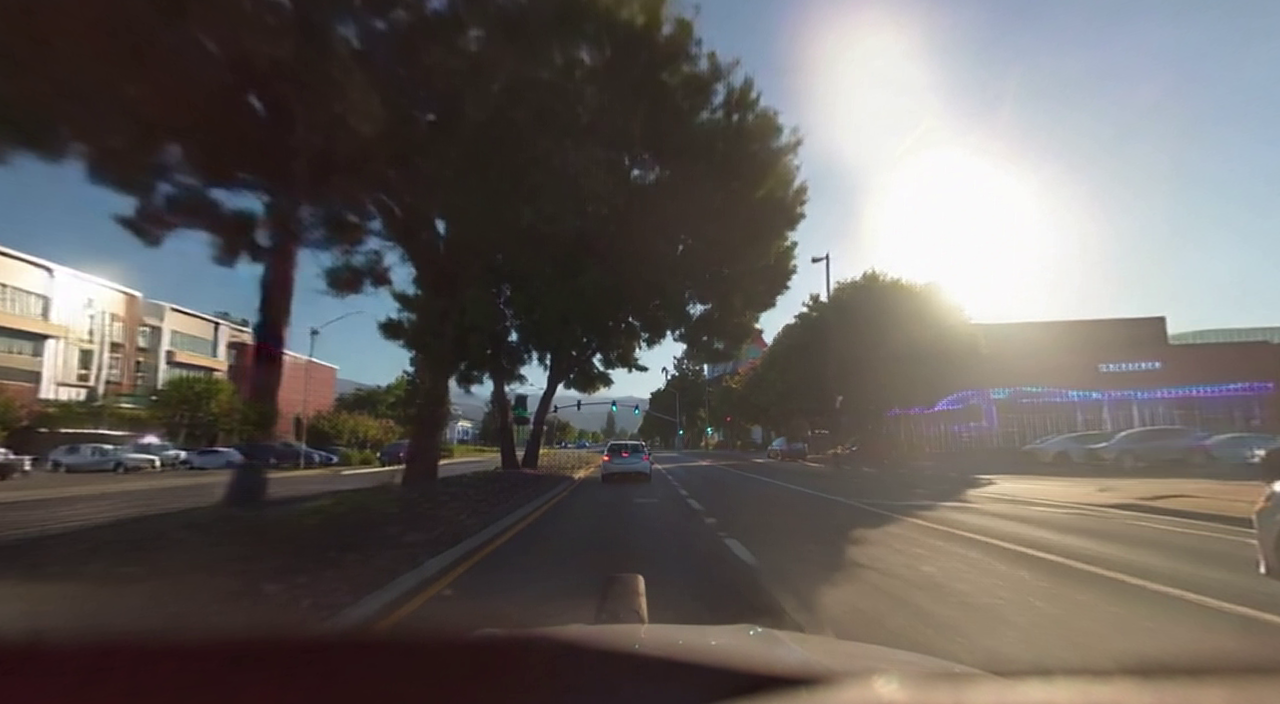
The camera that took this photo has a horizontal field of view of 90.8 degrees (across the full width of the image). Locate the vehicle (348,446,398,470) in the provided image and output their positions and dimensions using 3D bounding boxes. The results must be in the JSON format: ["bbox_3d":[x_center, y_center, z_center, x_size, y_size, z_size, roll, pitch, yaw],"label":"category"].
[{"bbox_3d":[-19.479,7.729,46.309,1.905,1.698,4.408,0,-8,-3],"label":"vehicle"}]

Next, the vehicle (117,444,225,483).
[{"bbox_3d":[-24.272,5.750,32.994,1.985,1.821,4.774,0,-8,-1],"label":"vehicle"}]

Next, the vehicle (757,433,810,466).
[{"bbox_3d":[10.127,6.941,45.123,2.266,2.118,5.742,0,-8,-1],"label":"vehicle"}]

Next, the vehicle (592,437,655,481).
[{"bbox_3d":[-0.652,4.011,23.941,2.185,1.473,3.925,0,-8,-3],"label":"vehicle"}]

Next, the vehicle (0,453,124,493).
[{"bbox_3d":[-24.721,5.043,26.651,1.893,1.451,4.809,0,-8,-1],"label":"vehicle"}]

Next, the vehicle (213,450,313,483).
[{"bbox_3d":[-19.384,5.876,32.852,2.083,1.481,5.103,0,-8,0],"label":"vehicle"}]

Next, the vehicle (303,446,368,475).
[{"bbox_3d":[-19.256,6.847,40.161,1.896,1.620,4.542,-2,-8,0],"label":"vehicle"}]

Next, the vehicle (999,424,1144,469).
[{"bbox_3d":[18.753,4.167,27.947,2.253,1.771,5.722,0,-8,-2],"label":"vehicle"}]
